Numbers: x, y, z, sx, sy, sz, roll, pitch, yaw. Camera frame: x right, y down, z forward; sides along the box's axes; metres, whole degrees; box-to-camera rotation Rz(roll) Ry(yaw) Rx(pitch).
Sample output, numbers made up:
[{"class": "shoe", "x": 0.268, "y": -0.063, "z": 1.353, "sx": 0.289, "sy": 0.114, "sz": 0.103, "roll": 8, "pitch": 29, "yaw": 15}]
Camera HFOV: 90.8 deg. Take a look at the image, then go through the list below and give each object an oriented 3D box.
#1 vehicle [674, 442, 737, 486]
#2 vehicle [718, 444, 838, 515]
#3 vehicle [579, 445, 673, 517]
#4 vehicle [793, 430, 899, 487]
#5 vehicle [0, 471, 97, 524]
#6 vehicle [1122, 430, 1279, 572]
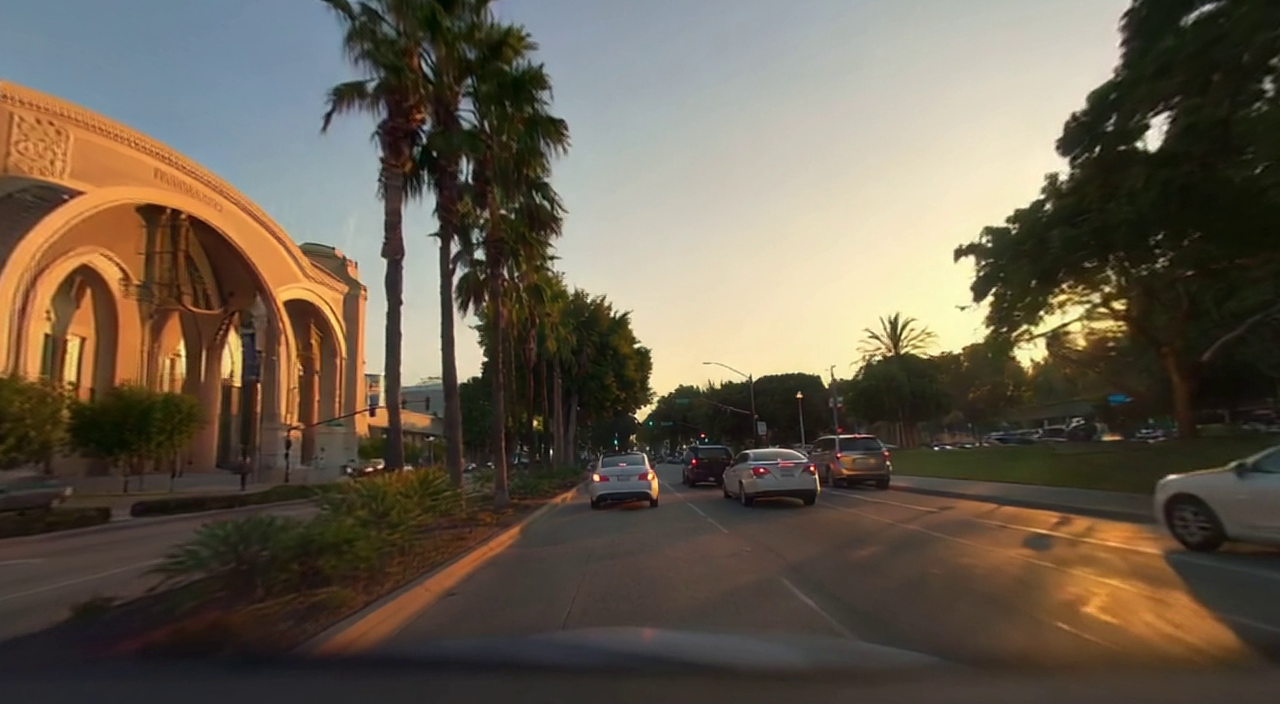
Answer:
[{"class": "vehicle", "x": 3.083, "y": 5.531, "z": 31.681, "sx": 2.127, "sy": 1.854, "sz": 7.971, "roll": -1, "pitch": -9, "yaw": -1}, {"class": "vehicle", "x": 3.201, "y": 3.050, "z": 15.597, "sx": 1.833, "sy": 1.465, "sz": 4.258, "roll": 0, "pitch": -9, "yaw": -2}, {"class": "vehicle", "x": -0.336, "y": 3.106, "z": 15.729, "sx": 2.050, "sy": 1.521, "sz": 3.747, "roll": -1, "pitch": -9, "yaw": -1}, {"class": "vehicle", "x": 7.855, "y": 4.090, "z": 24.759, "sx": 2.200, "sy": 1.933, "sz": 5.123, "roll": -1, "pitch": -8, "yaw": -3}, {"class": "vehicle", "x": -20.560, "y": 4.701, "z": 20.537, "sx": 1.935, "sy": 1.479, "sz": 4.453, "roll": 0, "pitch": -9, "yaw": -3}, {"class": "vehicle", "x": 8.144, "y": 1.588, "z": 6.653, "sx": 1.970, "sy": 1.559, "sz": 4.911, "roll": 0, "pitch": -8, "yaw": -5}]
